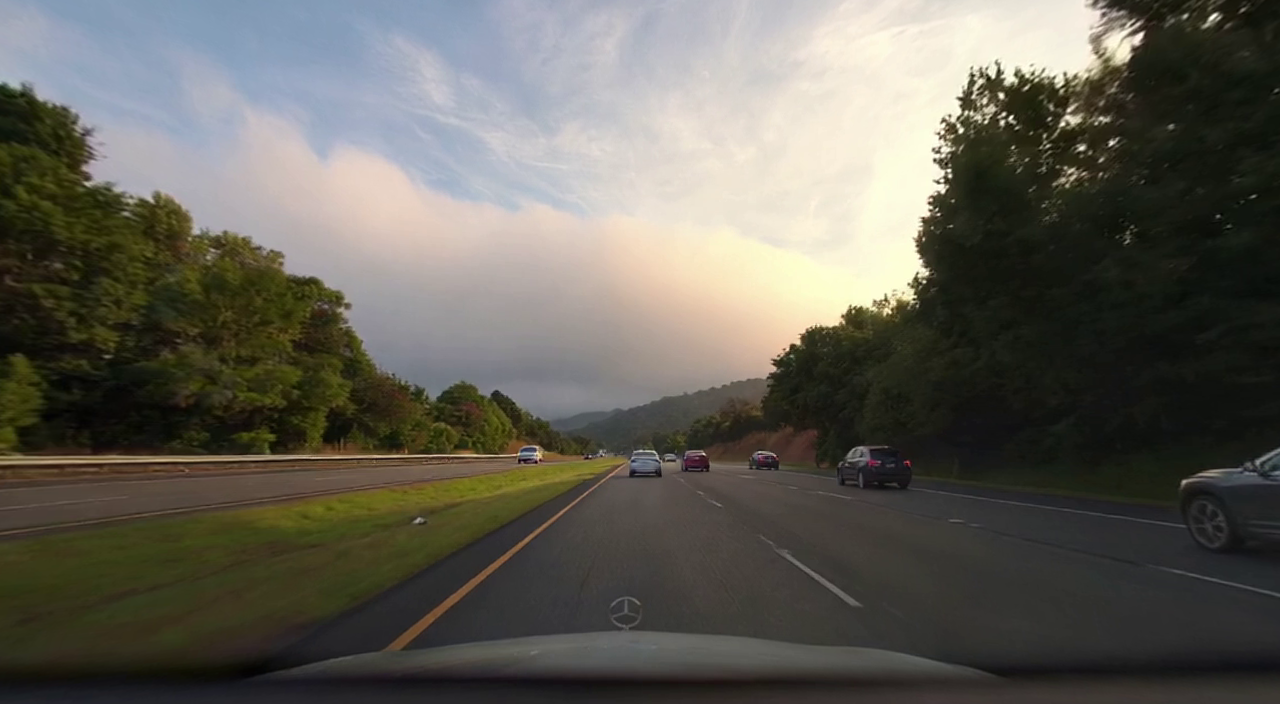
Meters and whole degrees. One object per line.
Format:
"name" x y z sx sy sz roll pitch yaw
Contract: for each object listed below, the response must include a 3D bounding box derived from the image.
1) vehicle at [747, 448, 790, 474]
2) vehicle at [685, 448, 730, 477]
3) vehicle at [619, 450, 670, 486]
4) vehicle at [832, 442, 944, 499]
"vehicle" 8.363 7.097 41.347 1.957 1.594 3.632 0 -9 -2
"vehicle" 3.815 6.317 36.285 1.981 1.518 4.029 0 -9 -2
"vehicle" 0.147 4.914 26.967 2.020 1.426 3.702 0 -9 -1
"vehicle" 7.522 3.609 19.525 1.847 1.554 3.752 0 -9 -1
